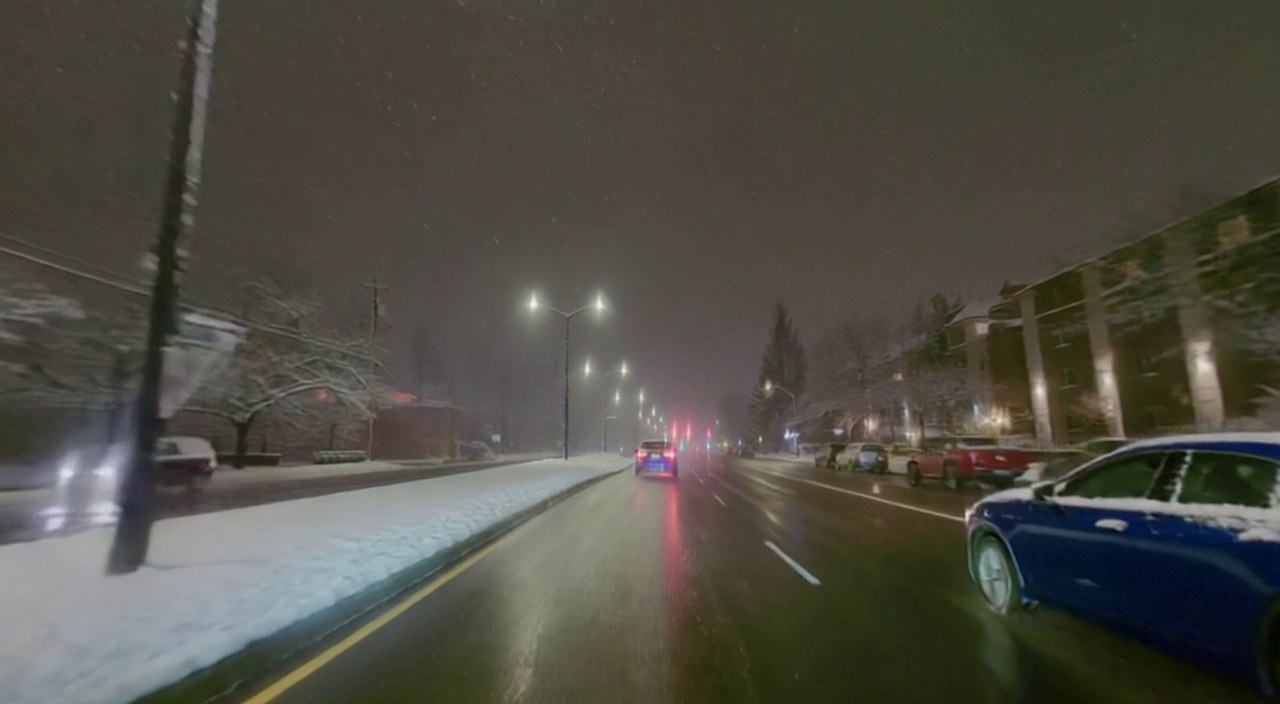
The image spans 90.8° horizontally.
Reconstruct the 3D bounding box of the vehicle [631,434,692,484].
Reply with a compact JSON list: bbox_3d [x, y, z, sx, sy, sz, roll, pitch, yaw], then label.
[{"bbox_3d":[0.775,4.019,23.994,2.085,1.693,4.301,0,-9,1],"label":"vehicle"}]

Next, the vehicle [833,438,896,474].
[{"bbox_3d":[12.335,5.720,35.073,2.039,1.826,4.704,-1,-9,4],"label":"vehicle"}]

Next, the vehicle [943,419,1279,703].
[{"bbox_3d":[3.823,1.148,3.714,1.918,1.418,4.360,0,-9,0],"label":"vehicle"}]

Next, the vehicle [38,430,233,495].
[{"bbox_3d":[-15.520,3.405,19.917,2.290,1.758,4.900,0,-9,-4],"label":"vehicle"}]
